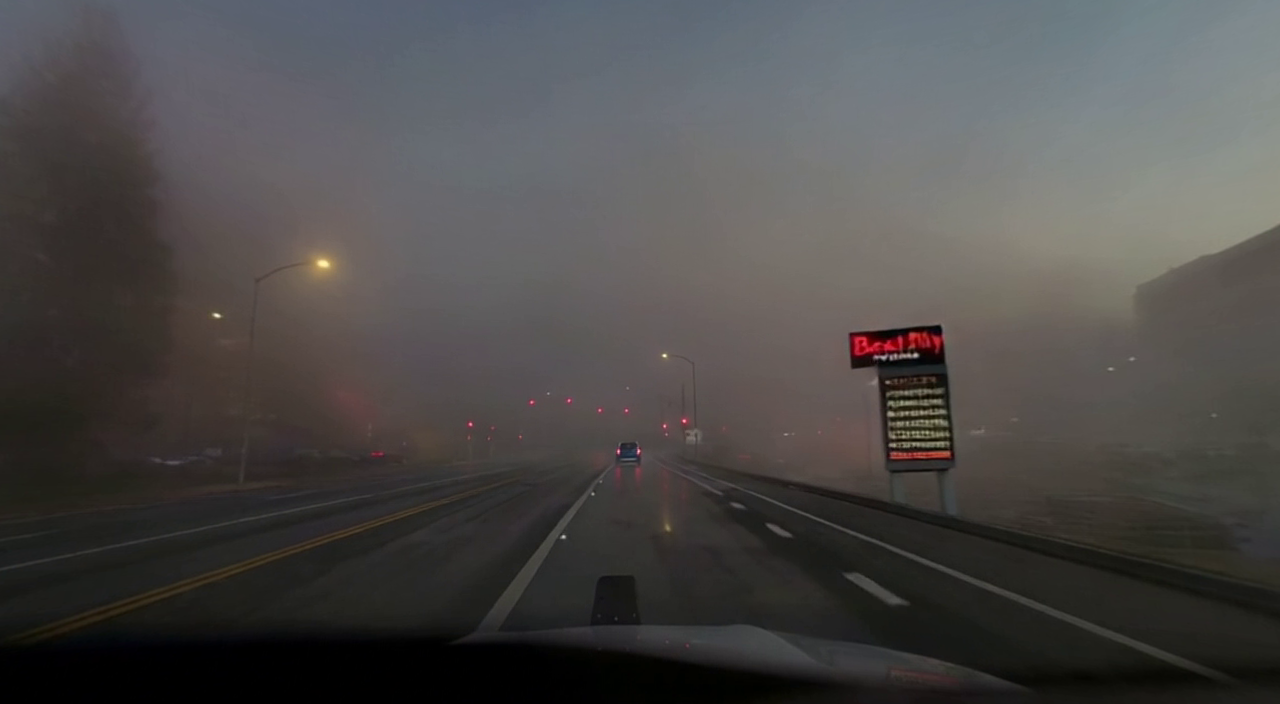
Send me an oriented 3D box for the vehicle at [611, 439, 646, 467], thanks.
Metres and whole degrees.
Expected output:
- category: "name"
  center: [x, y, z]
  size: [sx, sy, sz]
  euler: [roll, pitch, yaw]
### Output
- category: "vehicle"
  center: [-0.707, 6.228, 39.245]
  size: [2.024, 1.628, 4.774]
  euler: [0, -8, -1]
